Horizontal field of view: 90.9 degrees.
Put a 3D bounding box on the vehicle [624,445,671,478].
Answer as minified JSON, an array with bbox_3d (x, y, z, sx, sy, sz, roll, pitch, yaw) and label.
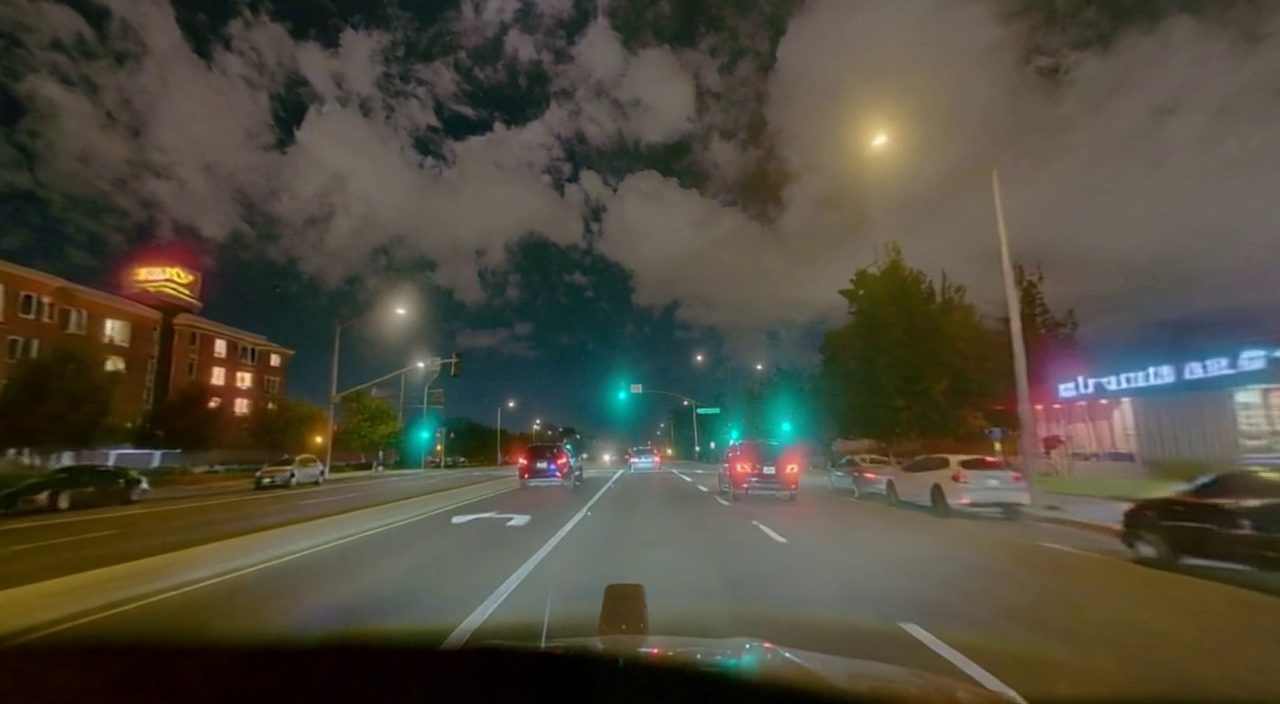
[{"bbox_3d":[0.349,5.200,30.264,2.103,1.468,4.094,0,-9,0],"label":"vehicle"}]

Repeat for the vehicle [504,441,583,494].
[{"bbox_3d":[-2.990,3.684,20.458,1.860,1.510,4.073,0,-9,1],"label":"vehicle"}]

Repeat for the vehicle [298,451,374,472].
[{"bbox_3d":[-23.499,8.462,48.834,4.890,1.514,1.908,0,-9,1],"label":"vehicle"}]

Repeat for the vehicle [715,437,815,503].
[{"bbox_3d":[3.355,3.243,17.708,1.987,1.637,3.896,0,-9,0],"label":"vehicle"}]

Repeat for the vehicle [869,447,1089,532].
[{"bbox_3d":[6.877,2.803,13.596,1.920,1.473,4.898,0,-9,-2],"label":"vehicle"}]

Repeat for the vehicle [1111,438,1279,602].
[{"bbox_3d":[6.964,1.555,5.779,1.898,1.524,4.439,0,-9,1],"label":"vehicle"}]

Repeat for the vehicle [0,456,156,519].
[{"bbox_3d":[-16.766,3.811,18.112,1.919,1.469,4.719,-2,-8,1],"label":"vehicle"}]
